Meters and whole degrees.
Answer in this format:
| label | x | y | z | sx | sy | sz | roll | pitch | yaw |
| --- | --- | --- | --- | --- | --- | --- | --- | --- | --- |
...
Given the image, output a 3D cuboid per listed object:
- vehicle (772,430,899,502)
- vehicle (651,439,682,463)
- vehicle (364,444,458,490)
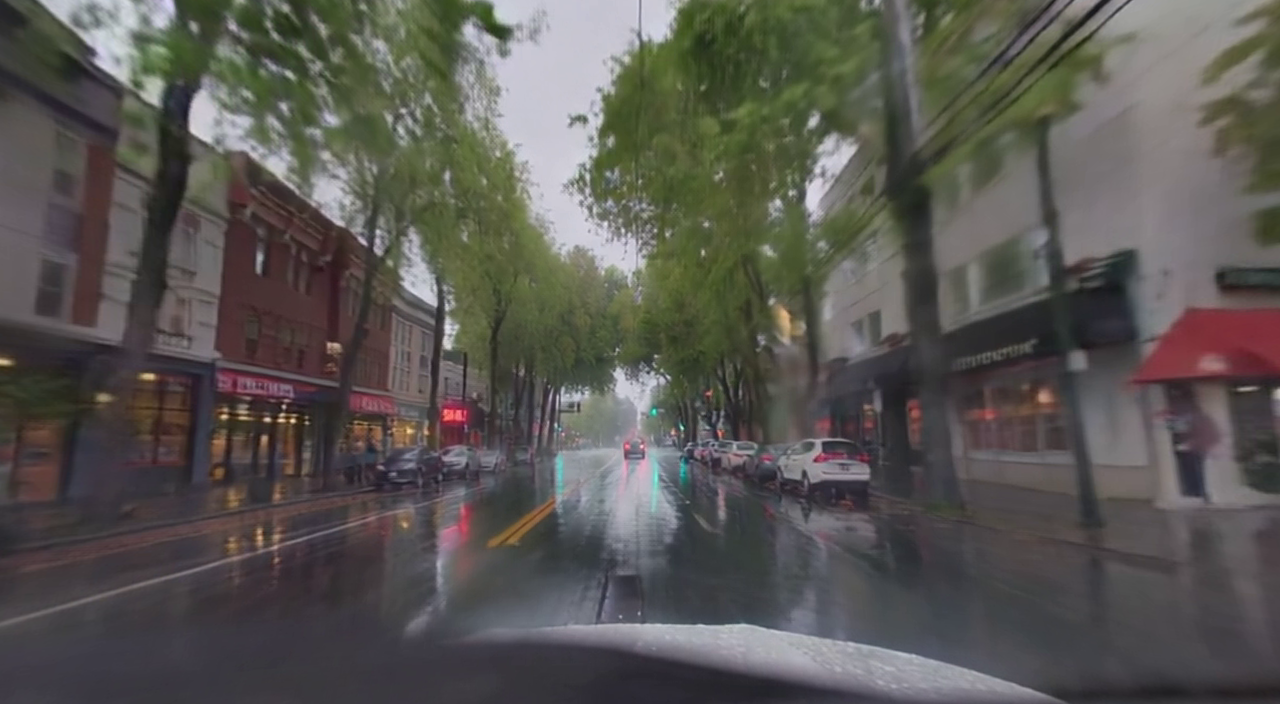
| label | x | y | z | sx | sy | sz | roll | pitch | yaw |
| --- | --- | --- | --- | --- | --- | --- | --- | --- | --- |
| vehicle | 5.525 | 3.285 | 18.688 | 2.042 | 1.787 | 5.110 | 0 | -8 | -1 |
| vehicle | 1.852 | 7.060 | 45.032 | 1.998 | 1.580 | 4.015 | 0 | -8 | -1 |
| vehicle | -10.011 | 5.038 | 28.185 | 2.081 | 1.819 | 5.607 | 0 | -8 | 0 |
